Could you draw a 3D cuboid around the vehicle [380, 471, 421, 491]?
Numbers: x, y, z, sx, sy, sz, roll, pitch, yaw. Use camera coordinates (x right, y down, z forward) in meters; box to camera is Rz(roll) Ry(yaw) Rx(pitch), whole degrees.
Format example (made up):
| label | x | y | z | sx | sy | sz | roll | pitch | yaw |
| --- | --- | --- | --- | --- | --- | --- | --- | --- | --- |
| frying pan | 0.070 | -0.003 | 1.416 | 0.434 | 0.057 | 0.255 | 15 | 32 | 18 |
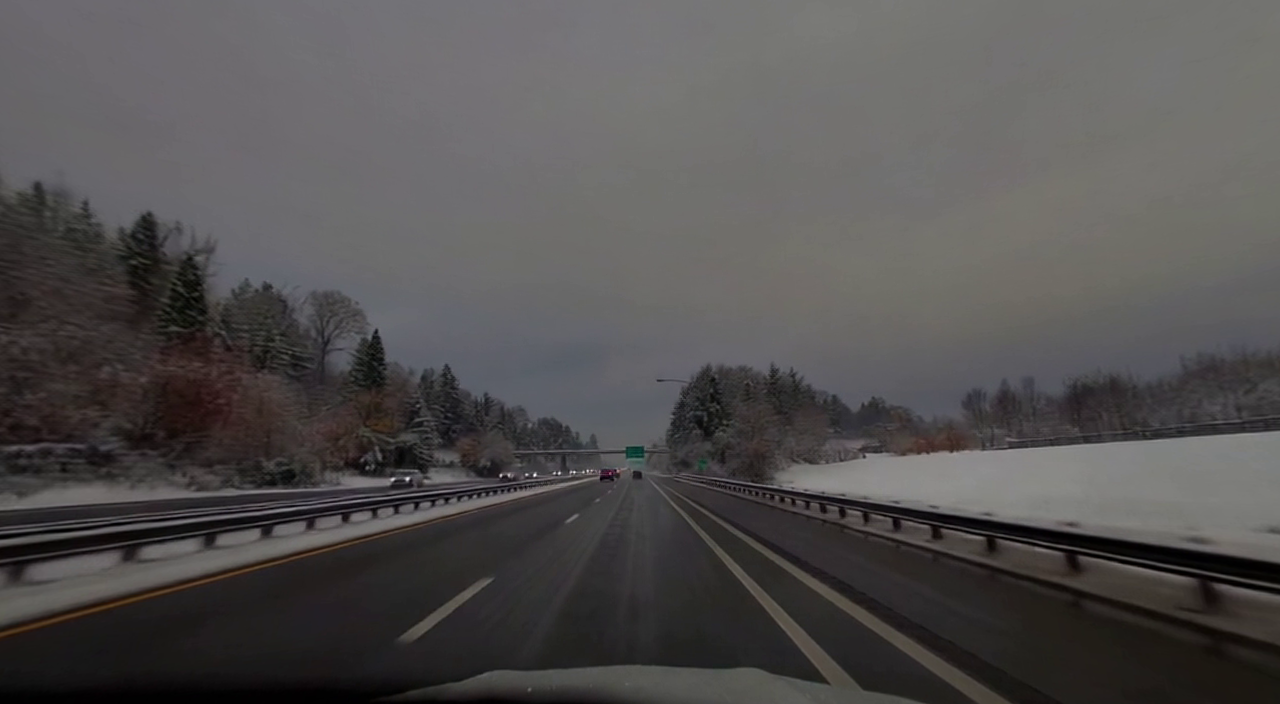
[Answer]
| label | x | y | z | sx | sy | sz | roll | pitch | yaw |
| --- | --- | --- | --- | --- | --- | --- | --- | --- | --- |
| vehicle | -18.228 | 9.794 | 48.025 | 1.726 | 1.426 | 3.490 | 1 | -11 | 0 |
